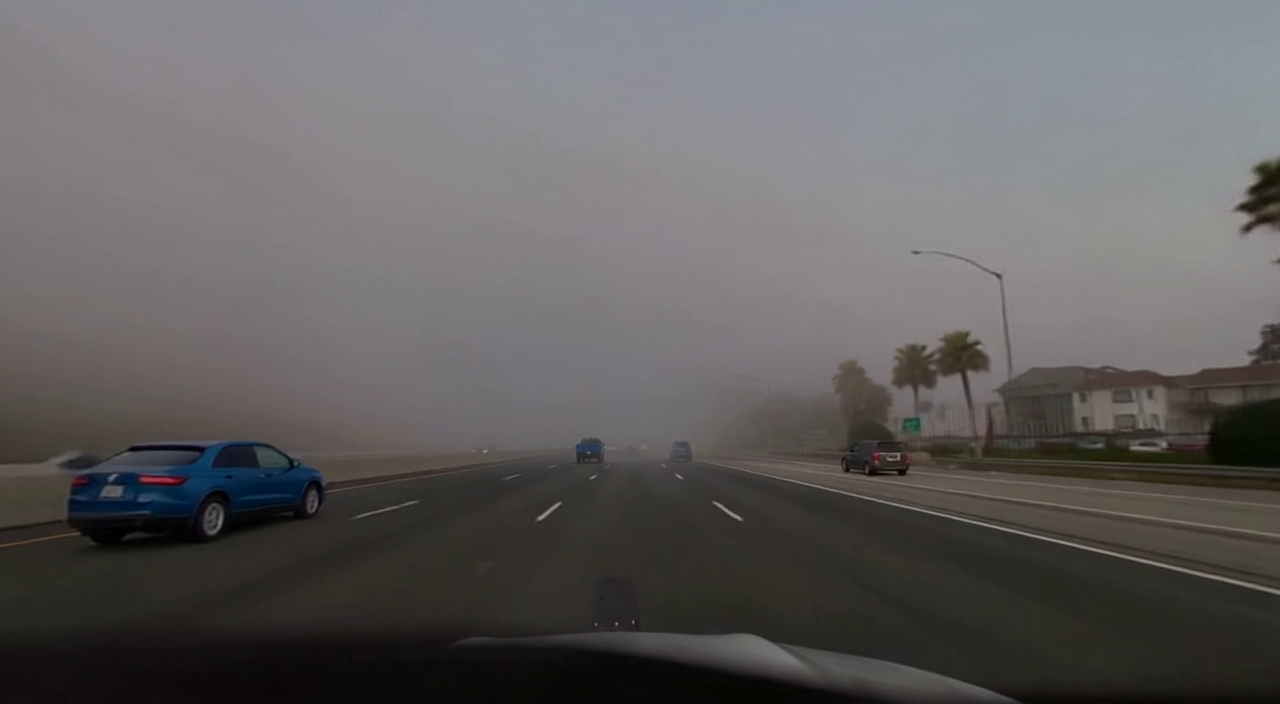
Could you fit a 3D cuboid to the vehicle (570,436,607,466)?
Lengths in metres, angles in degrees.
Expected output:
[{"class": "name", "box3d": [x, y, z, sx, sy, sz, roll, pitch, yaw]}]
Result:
[{"class": "vehicle", "box3d": [-3.655, 7.152, 45.653, 2.225, 1.967, 4.673, 0, -9, 1]}]

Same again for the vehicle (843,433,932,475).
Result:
[{"class": "vehicle", "box3d": [11.461, 4.770, 29.645, 2.168, 1.792, 4.457, 0, -9, -2]}]

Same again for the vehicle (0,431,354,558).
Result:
[{"class": "vehicle", "box3d": [-6.727, 2.078, 10.017, 2.018, 1.480, 4.999, 0, -9, 0]}]
